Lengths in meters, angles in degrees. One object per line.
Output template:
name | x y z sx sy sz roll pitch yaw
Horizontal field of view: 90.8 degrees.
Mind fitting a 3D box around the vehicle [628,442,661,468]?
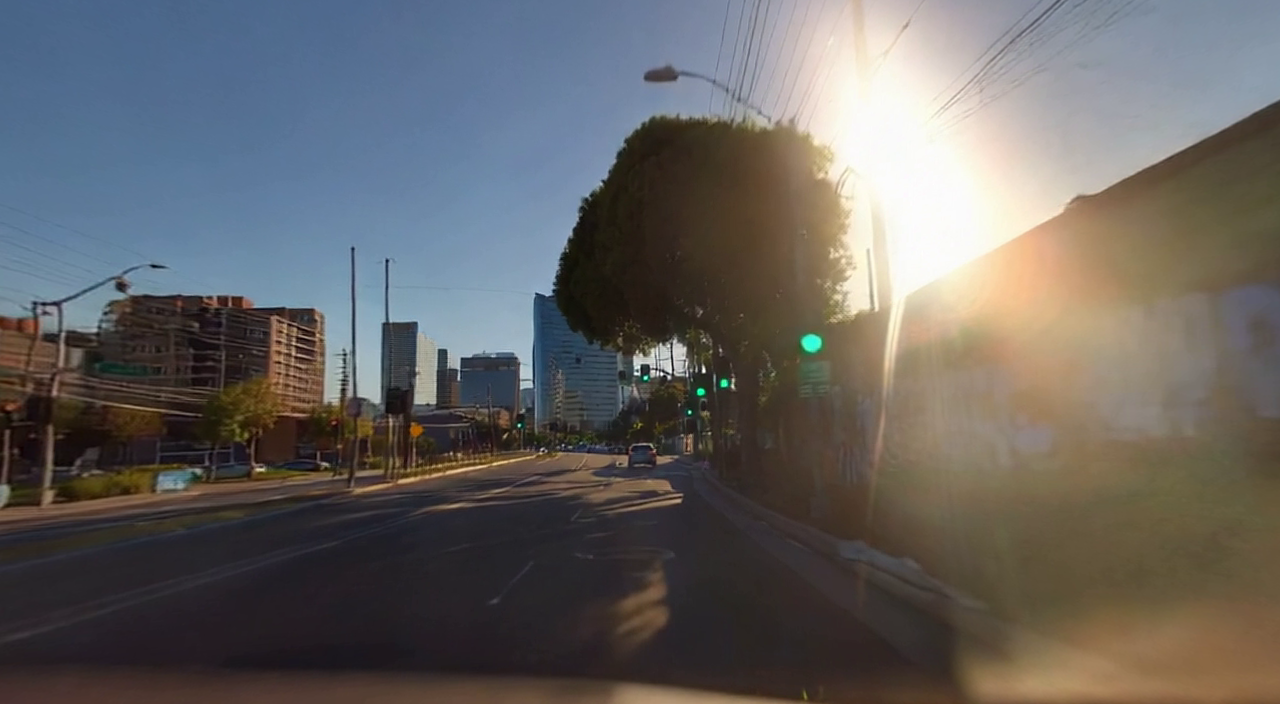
vehicle | 0.270 6.823 42.029 2.105 1.611 3.750 0 -9 -1

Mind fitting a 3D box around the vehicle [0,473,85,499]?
vehicle | -38.208 8.475 39.958 4.303 1.463 1.877 0 -9 -2
